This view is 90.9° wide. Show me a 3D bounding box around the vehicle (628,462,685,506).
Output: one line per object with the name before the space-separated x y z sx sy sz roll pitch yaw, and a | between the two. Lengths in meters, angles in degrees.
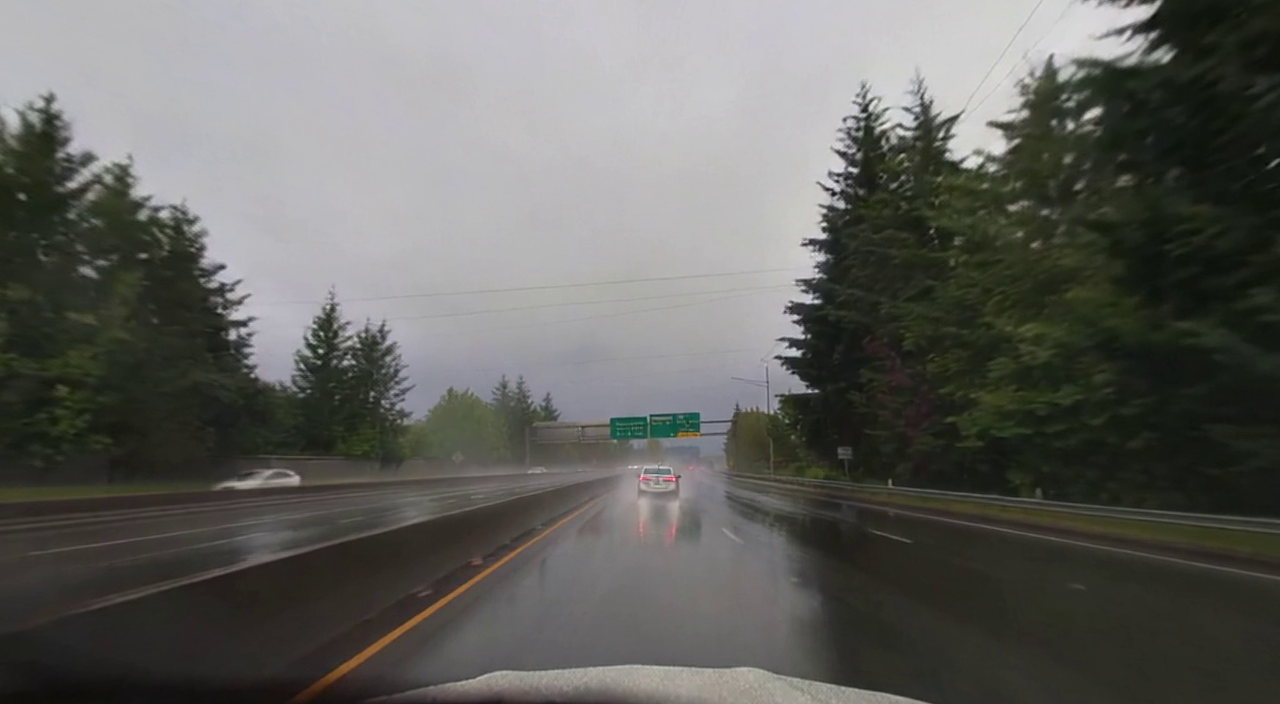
vehicle | 0.592 4.973 24.017 1.987 1.480 3.786 1 -10 1

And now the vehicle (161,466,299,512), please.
vehicle | -14.567 4.879 22.745 1.895 1.425 4.524 1 -10 0
